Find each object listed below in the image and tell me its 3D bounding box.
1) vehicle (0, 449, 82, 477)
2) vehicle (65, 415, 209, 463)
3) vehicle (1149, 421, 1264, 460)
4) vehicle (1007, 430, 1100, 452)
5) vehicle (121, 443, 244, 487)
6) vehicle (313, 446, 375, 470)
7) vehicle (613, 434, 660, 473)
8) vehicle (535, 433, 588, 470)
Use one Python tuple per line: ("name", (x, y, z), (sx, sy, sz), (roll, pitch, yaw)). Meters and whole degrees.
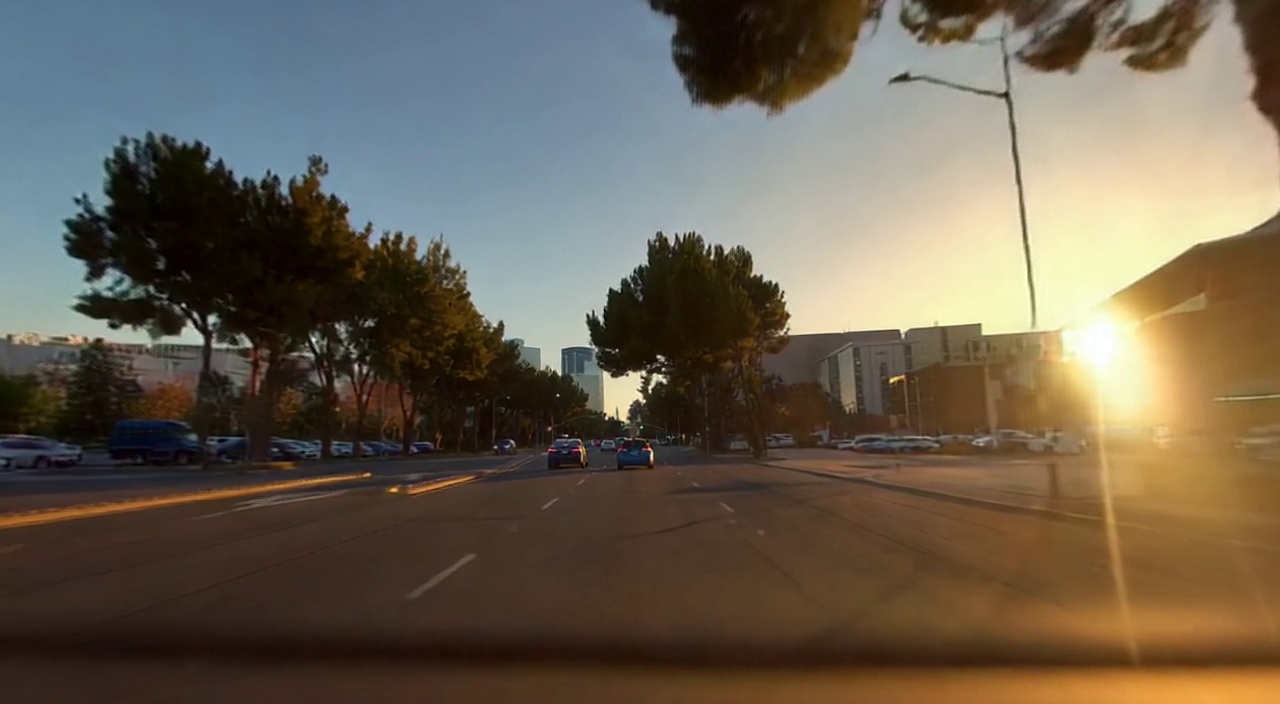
("vehicle", (-34.436, 6.326, 35.716), (3.654, 1.375, 1.779), (-1, -6, 0))
("vehicle", (-35.158, 6.133, 44.110), (7.444, 3.245, 2.697), (0, -8, -2))
("vehicle", (31.317, 4.904, 34.806), (4.175, 2.084, 2.155), (0, -9, 1))
("vehicle", (29.891, 6.449, 45.503), (5.212, 1.538, 2.086), (0, -8, 1))
("vehicle", (-19.448, 4.782, 26.992), (1.946, 1.725, 4.508), (0, -8, -1))
("vehicle", (-19.970, 7.150, 42.551), (1.994, 1.475, 4.521), (0, -8, 0))
("vehicle", (-0.159, 4.683, 29.186), (2.042, 1.641, 4.187), (0, -8, 0))
("vehicle", (-3.926, 5.045, 32.014), (2.113, 1.713, 4.422), (0, -8, 0))
